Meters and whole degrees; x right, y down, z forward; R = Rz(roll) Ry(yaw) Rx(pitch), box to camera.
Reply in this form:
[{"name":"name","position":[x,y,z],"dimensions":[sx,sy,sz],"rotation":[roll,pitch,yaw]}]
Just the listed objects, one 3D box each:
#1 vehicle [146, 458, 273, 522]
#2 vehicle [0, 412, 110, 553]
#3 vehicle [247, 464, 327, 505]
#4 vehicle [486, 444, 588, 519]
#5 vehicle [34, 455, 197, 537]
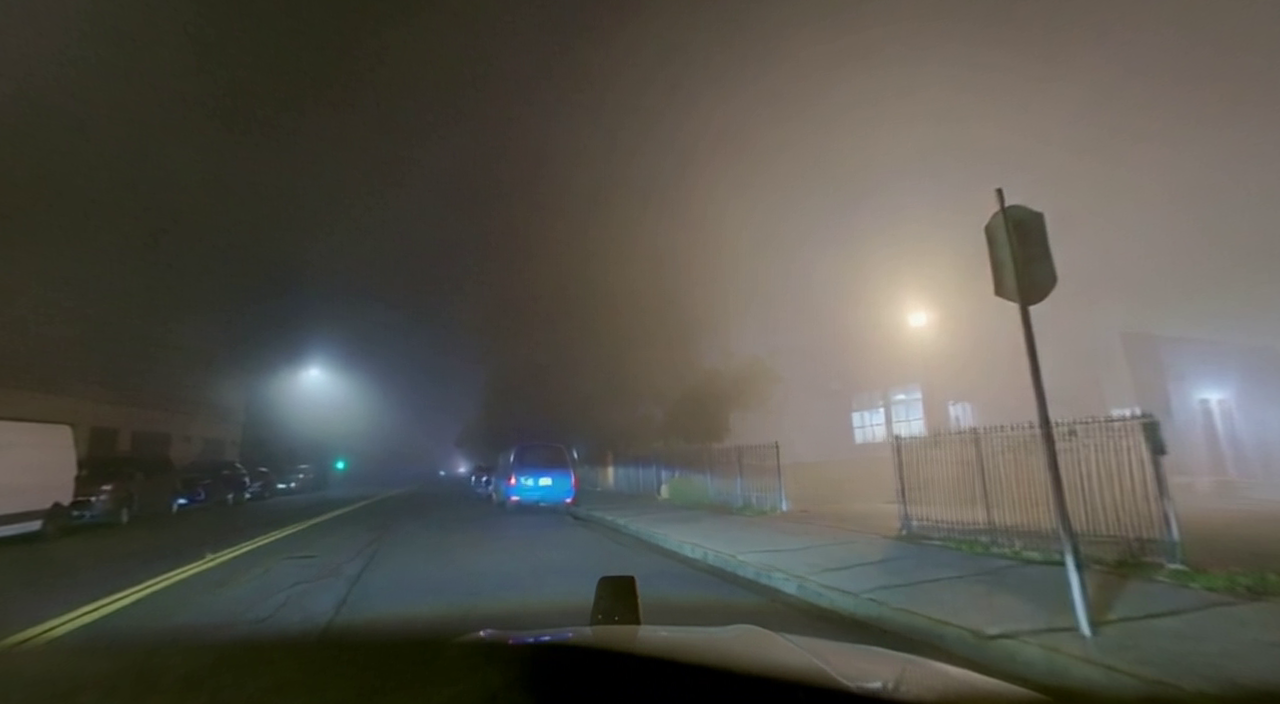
[{"name":"vehicle","position":[-15.846,5.023,23.711],"dimensions":[2.304,1.937,5.720],"rotation":[1,-9,-18]},{"name":"vehicle","position":[-12.286,2.478,11.420],"dimensions":[2.435,2.308,4.937],"rotation":[-2,-11,-19]},{"name":"vehicle","position":[-19.008,7.104,34.348],"dimensions":[2.504,1.919,5.658],"rotation":[3,-10,-16]},{"name":"vehicle","position":[-3.524,4.074,20.497],"dimensions":[2.327,2.021,5.850],"rotation":[3,-10,-18]},{"name":"vehicle","position":[-14.018,3.805,17.237],"dimensions":[1.857,1.908,4.081],"rotation":[3,-10,-18]}]
